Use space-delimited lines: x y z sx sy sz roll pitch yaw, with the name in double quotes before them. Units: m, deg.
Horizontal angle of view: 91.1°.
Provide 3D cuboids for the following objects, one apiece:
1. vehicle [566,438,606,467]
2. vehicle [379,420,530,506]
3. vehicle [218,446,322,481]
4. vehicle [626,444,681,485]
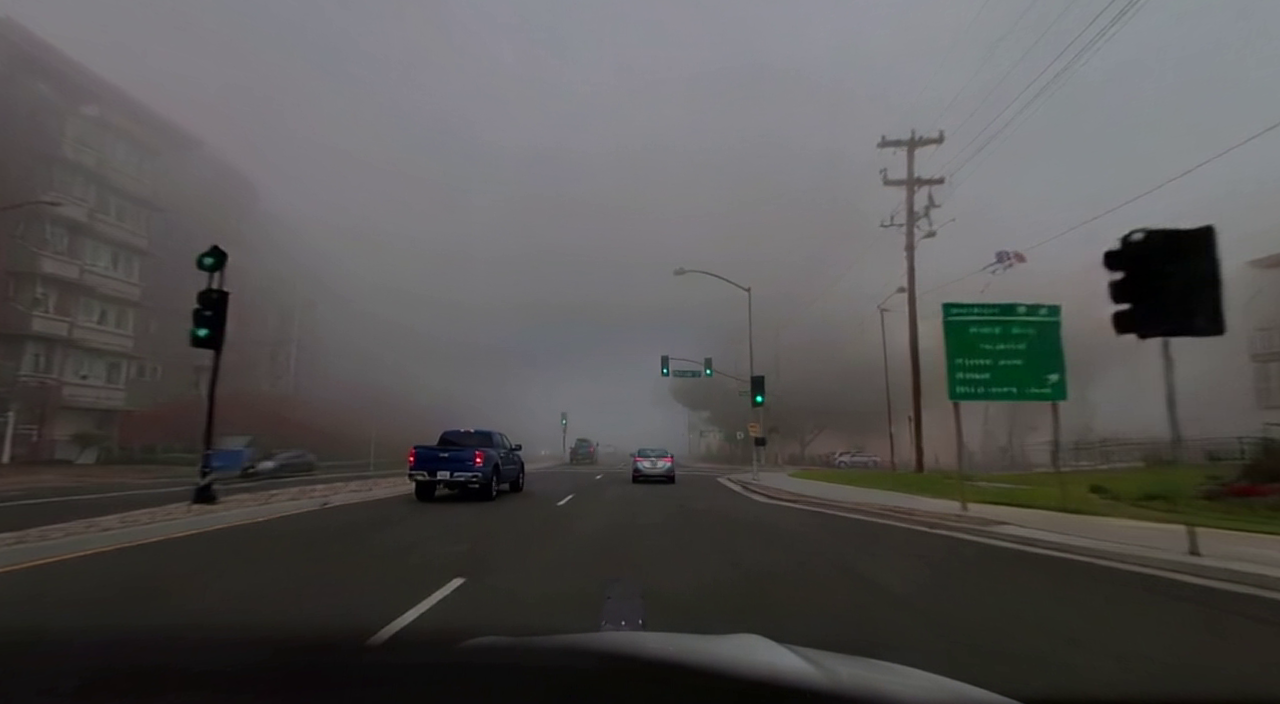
"vehicle" -4.102 7.768 48.778 2.447 2.062 5.911 0 -9 1
"vehicle" -4.696 2.963 17.195 2.187 1.904 6.103 0 -9 1
"vehicle" -18.144 5.488 31.137 2.056 1.573 4.733 0 -9 3
"vehicle" 0.597 4.671 26.386 2.122 1.562 4.152 0 -9 2
